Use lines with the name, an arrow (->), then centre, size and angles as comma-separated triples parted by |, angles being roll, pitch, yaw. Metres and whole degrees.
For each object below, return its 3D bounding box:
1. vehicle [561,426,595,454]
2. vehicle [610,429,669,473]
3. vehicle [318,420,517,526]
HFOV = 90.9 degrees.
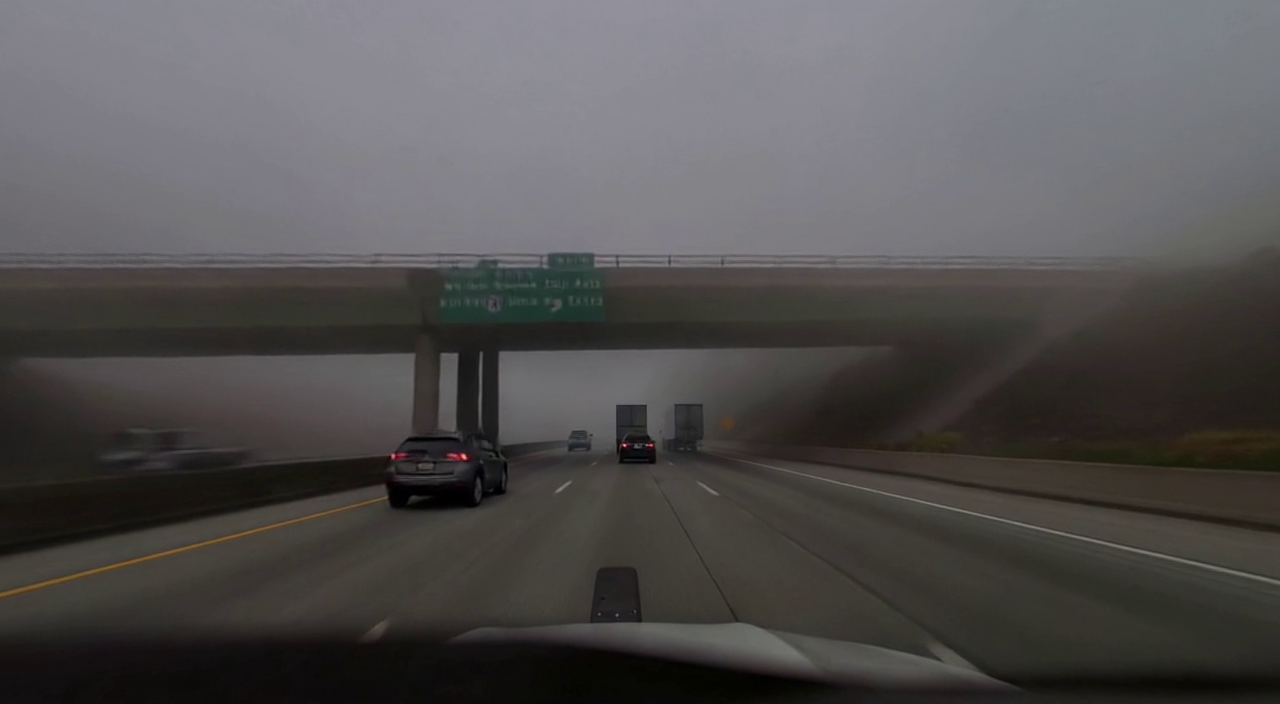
vehicle -> -4.573, 6.564, 47.203 | 2.013, 1.961, 4.692 | 0, -8, 0
vehicle -> -0.057, 3.693, 23.722 | 2.059, 1.522, 3.693 | 0, -8, -1
vehicle -> -3.714, 2.093, 11.623 | 1.979, 1.527, 4.754 | 0, -8, 0
